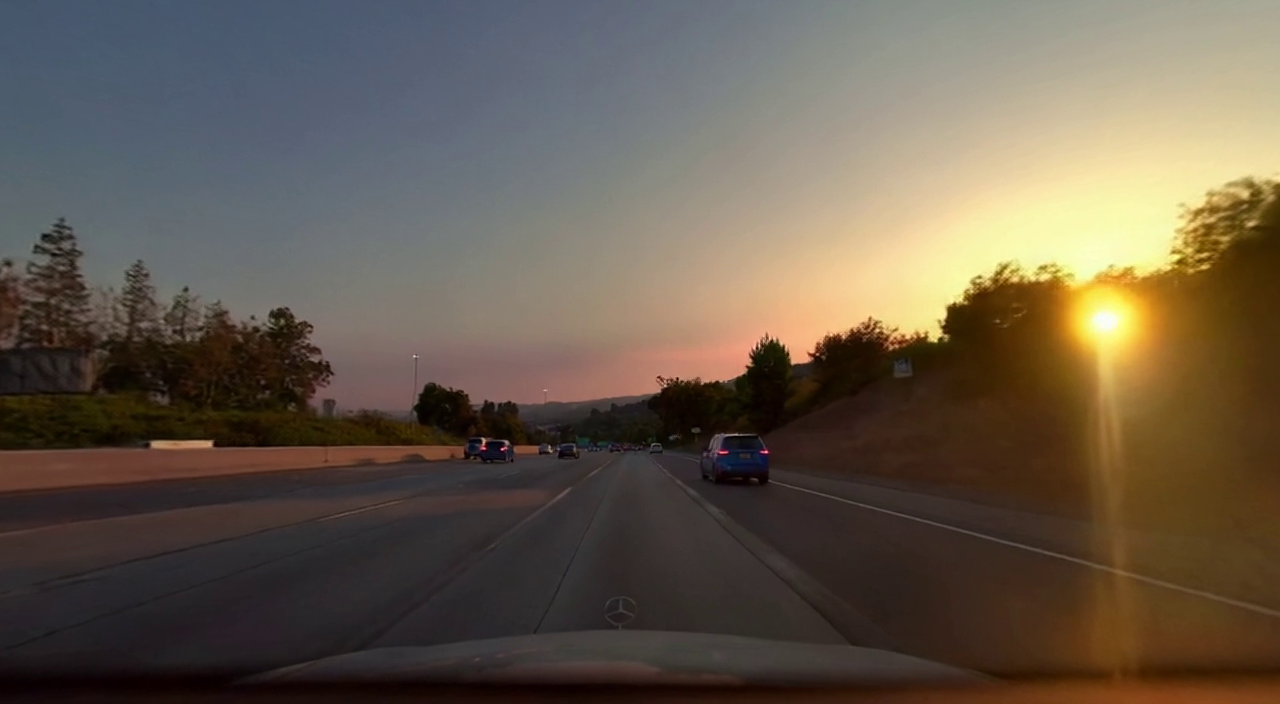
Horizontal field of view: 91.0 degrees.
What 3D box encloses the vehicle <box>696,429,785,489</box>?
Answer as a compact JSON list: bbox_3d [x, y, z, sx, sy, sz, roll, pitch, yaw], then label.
[{"bbox_3d":[3.424,3.759,22.494,2.184,1.892,4.763,0,-8,-2],"label":"vehicle"}]
